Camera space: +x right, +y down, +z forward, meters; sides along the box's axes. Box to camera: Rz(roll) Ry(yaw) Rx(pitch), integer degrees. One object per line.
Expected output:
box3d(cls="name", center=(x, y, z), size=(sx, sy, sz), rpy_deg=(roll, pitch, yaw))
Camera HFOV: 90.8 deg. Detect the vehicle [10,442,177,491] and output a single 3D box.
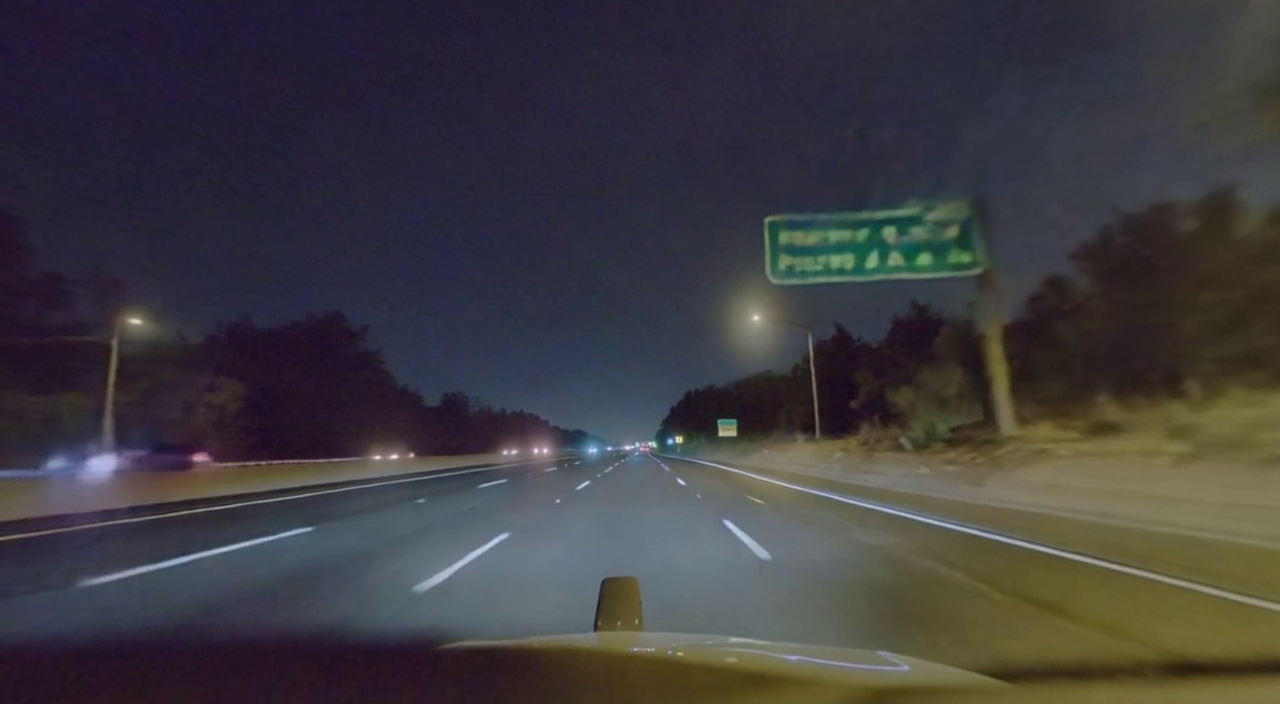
box3d(cls="vehicle", center=(-21.121, 4.414, 24.750), size=(2.197, 1.703, 4.795), rpy_deg=(0, -9, 0))
